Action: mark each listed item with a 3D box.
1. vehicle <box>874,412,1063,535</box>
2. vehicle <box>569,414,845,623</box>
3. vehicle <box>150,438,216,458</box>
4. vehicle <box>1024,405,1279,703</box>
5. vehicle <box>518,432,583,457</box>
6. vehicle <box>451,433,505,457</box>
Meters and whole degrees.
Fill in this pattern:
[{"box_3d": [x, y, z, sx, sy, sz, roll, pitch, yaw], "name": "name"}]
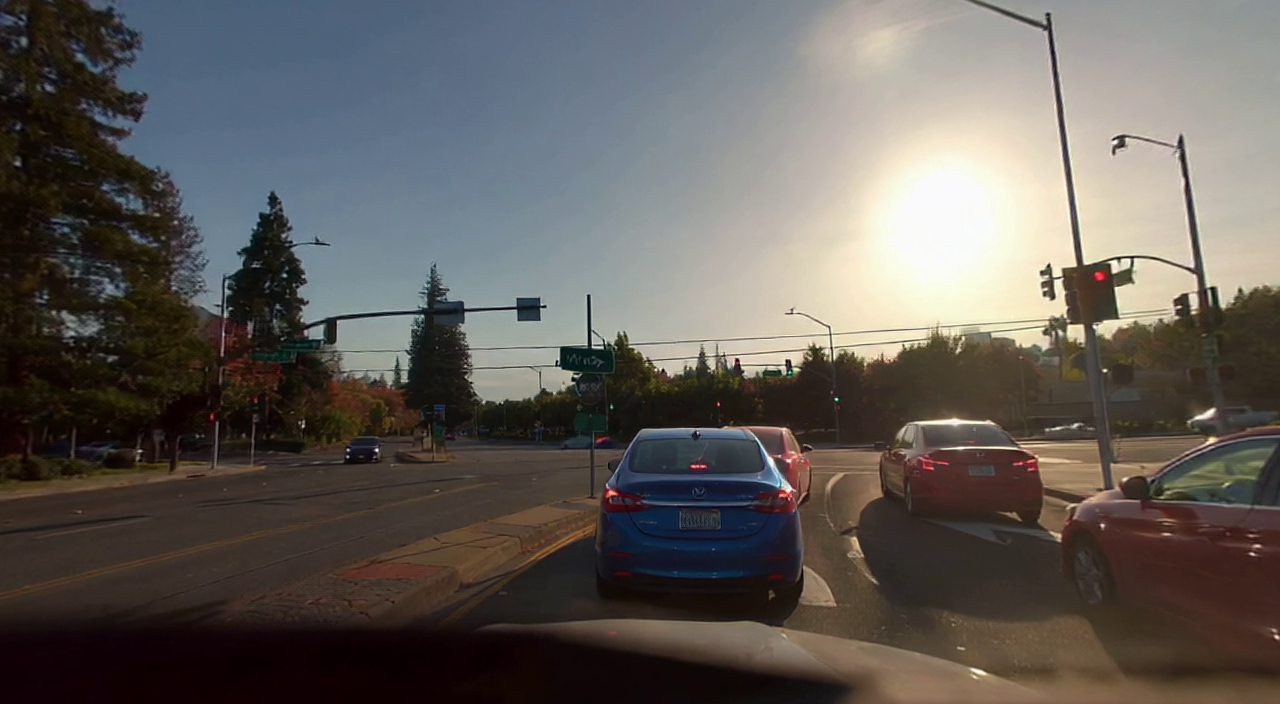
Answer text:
[{"box_3d": [5.538, 2.053, 11.286, 2.102, 1.717, 4.373, -2, -9, 16], "name": "vehicle"}, {"box_3d": [0.857, 1.500, 6.685, 2.052, 1.483, 3.928, -2, -8, 12], "name": "vehicle"}, {"box_3d": [-35.375, 7.438, 48.643, 1.652, 1.433, 3.733, -7, -11, 40], "name": "vehicle"}, {"box_3d": [4.251, 1.060, 3.375, 1.954, 1.508, 4.441, -1, -8, 6], "name": "vehicle"}, {"box_3d": [-5.961, 6.104, 41.536, 1.932, 1.573, 4.509, 8, -12, -44], "name": "vehicle"}, {"box_3d": [-12.452, 7.120, 48.195, 1.972, 1.705, 4.457, 8, -11, -44], "name": "vehicle"}]
